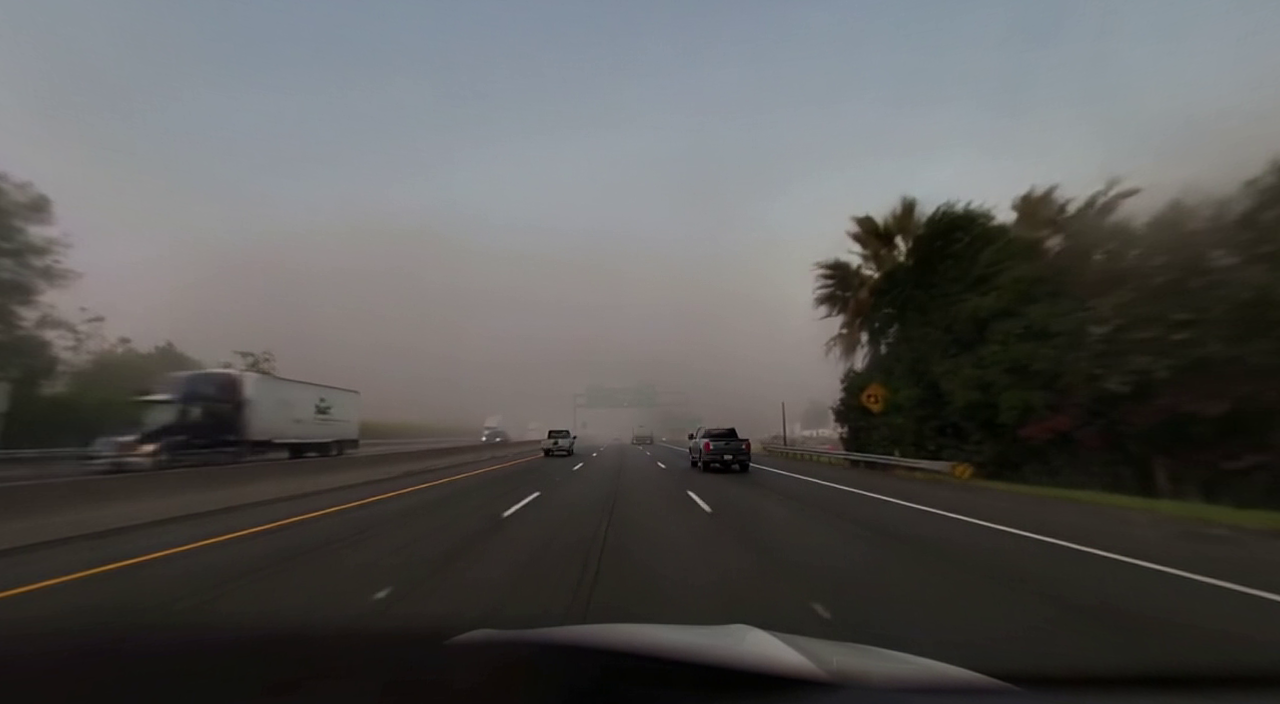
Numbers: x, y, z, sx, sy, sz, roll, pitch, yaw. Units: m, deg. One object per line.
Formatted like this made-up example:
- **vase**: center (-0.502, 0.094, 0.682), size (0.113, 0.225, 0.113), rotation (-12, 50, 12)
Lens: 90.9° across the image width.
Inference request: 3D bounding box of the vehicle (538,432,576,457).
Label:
- **vehicle**: center (-5.291, 5.952, 40.702), size (1.996, 1.518, 4.229), rotation (0, -8, -2)

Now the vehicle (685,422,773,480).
- **vehicle**: center (2.701, 3.141, 20.226), size (2.022, 1.637, 4.229), rotation (0, -8, -3)

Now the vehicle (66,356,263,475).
- **vehicle**: center (-17.713, 2.515, 24.115), size (2.971, 4.001, 5.802), rotation (0, -8, -3)
